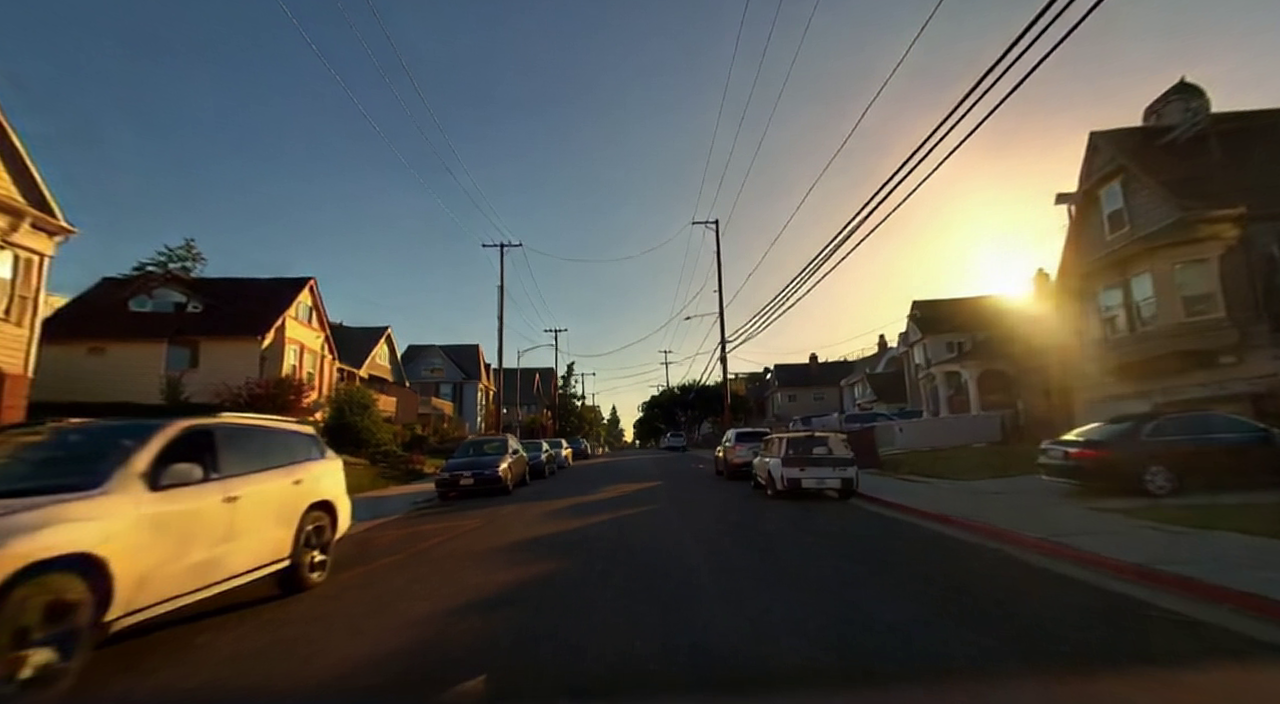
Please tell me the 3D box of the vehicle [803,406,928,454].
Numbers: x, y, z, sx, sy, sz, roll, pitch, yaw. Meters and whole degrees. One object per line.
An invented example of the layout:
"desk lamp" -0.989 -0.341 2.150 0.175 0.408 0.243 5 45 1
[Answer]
"vehicle" 8.836 3.101 25.054 4.170 1.811 1.978 0 -9 -1

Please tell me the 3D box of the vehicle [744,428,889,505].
"vehicle" 3.625 2.451 13.928 2.083 1.407 4.506 -1 -9 3

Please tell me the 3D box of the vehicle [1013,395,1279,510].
"vehicle" 9.089 1.549 10.157 4.881 1.513 2.008 -2 -8 -3

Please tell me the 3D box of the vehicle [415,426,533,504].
"vehicle" -4.358 3.081 17.371 2.031 1.708 4.746 -3 -10 -1

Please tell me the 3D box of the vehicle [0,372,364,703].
"vehicle" -4.067 1.227 4.624 2.030 1.733 4.925 -3 -7 -2
